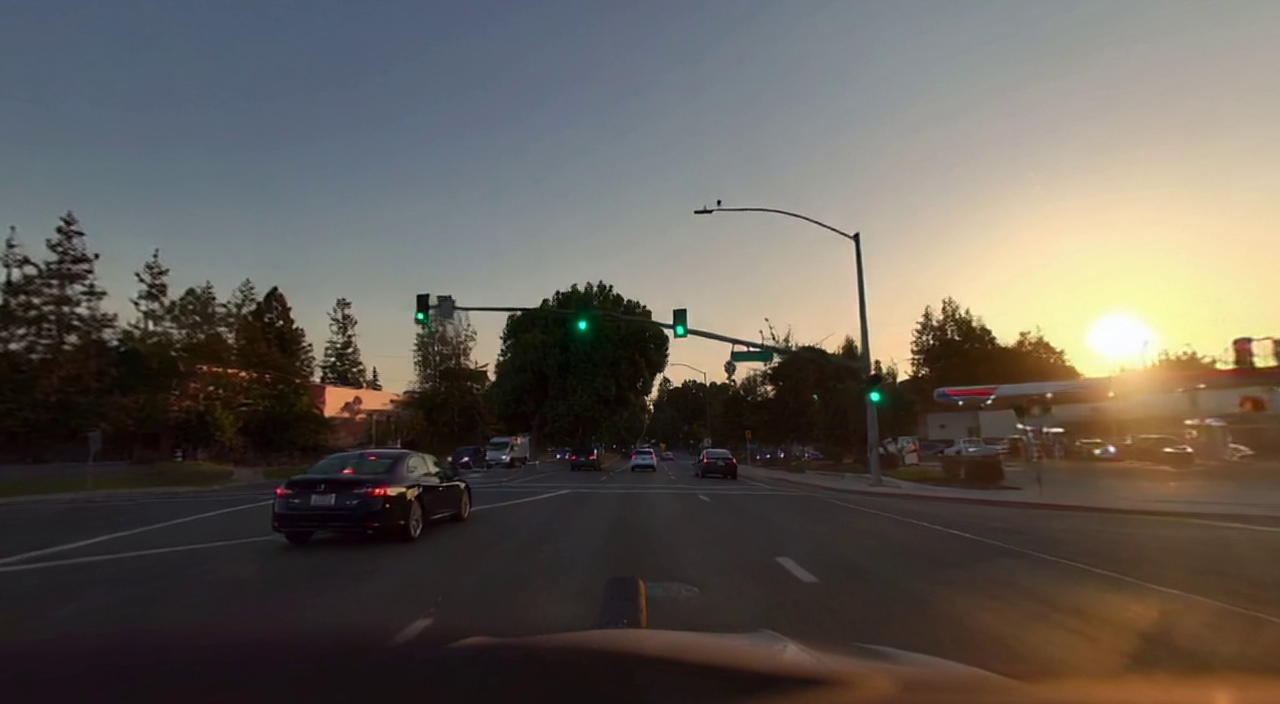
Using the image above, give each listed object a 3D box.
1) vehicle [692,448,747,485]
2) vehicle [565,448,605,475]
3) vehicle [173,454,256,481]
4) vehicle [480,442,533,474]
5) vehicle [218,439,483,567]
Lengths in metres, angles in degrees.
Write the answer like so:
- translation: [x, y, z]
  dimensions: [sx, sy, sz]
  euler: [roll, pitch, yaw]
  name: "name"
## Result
- translation: [3.409, 4.990, 27.724]
  dimensions: [1.883, 1.465, 3.975]
  euler: [0, -8, 0]
  name: "vehicle"
- translation: [-3.152, 6.375, 37.000]
  dimensions: [1.841, 1.474, 4.038]
  euler: [0, -8, 2]
  name: "vehicle"
- translation: [-32.895, 8.934, 48.994]
  dimensions: [2.197, 1.842, 5.801]
  euler: [0, -8, 2]
  name: "vehicle"
- translation: [-8.359, 6.695, 40.112]
  dimensions: [2.370, 1.909, 5.431]
  euler: [1, -8, -2]
  name: "vehicle"
- translation: [-3.964, 2.104, 9.658]
  dimensions: [1.803, 1.463, 4.422]
  euler: [0, -8, 2]
  name: "vehicle"
